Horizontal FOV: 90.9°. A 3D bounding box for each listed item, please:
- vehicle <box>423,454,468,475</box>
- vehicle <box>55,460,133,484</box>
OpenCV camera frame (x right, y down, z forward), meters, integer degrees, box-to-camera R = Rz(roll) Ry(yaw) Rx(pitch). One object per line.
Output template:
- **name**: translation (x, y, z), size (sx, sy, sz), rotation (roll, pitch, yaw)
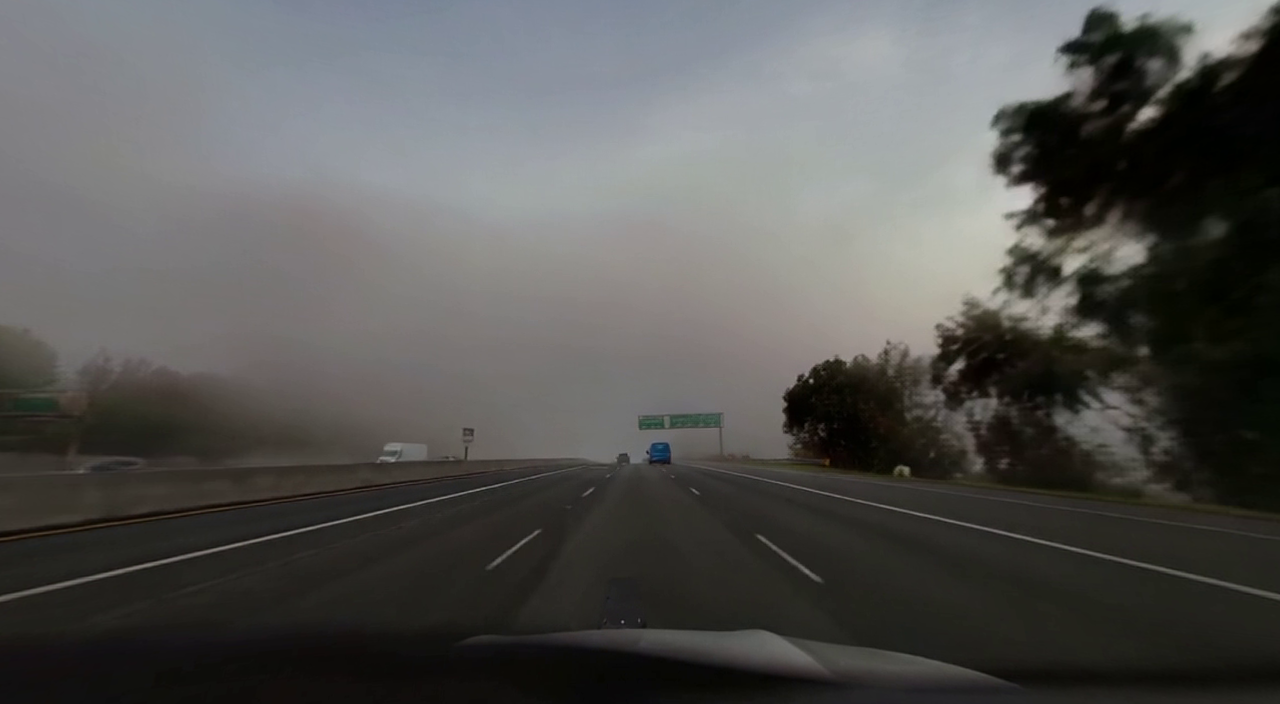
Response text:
- **vehicle**: translation (-15.016, 8.691, 48.911), size (1.903, 1.486, 4.666), rotation (0, -9, 1)
- **vehicle**: translation (-34.884, 7.673, 40.394), size (1.713, 1.418, 3.632), rotation (0, -9, 0)
